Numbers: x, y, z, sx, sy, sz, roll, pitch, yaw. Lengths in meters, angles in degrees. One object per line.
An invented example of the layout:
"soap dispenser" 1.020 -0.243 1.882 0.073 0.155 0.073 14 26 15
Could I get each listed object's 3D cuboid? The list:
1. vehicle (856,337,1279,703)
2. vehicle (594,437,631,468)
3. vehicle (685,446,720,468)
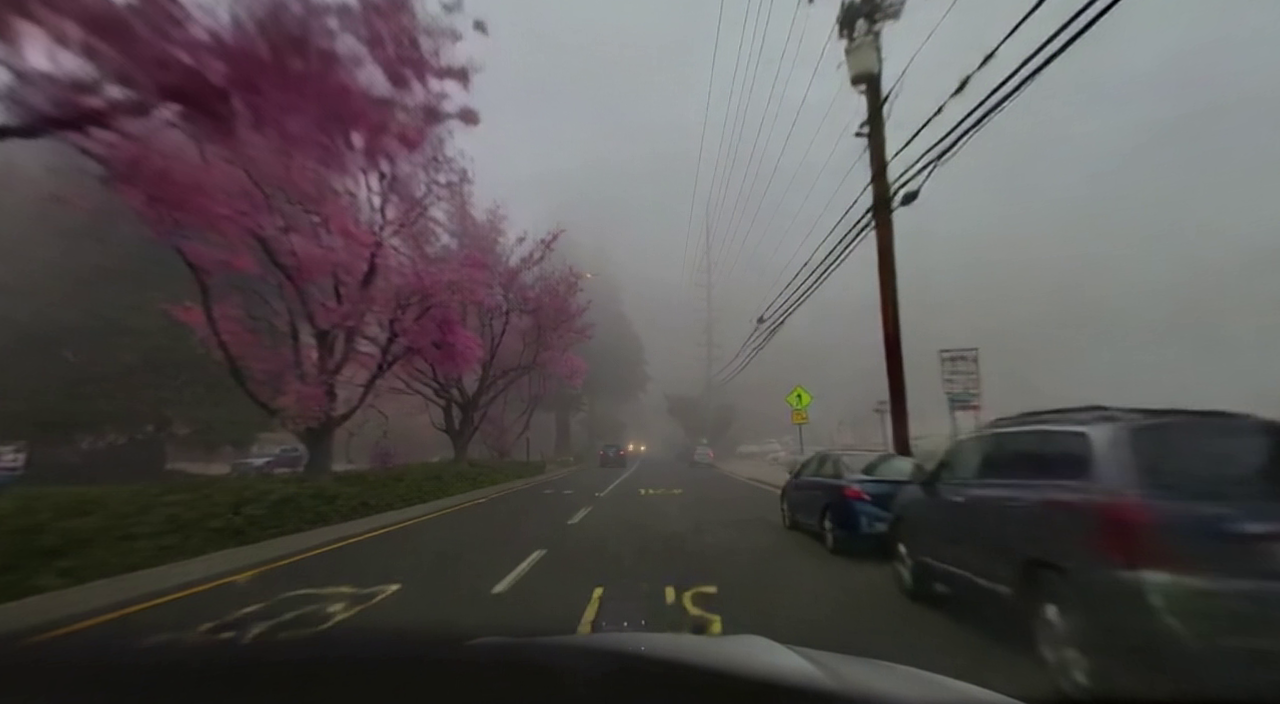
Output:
"vehicle" 3.233 1.118 4.255 1.896 1.725 4.500 0 -9 -1
"vehicle" -1.827 6.912 43.396 2.202 1.961 4.980 0 -9 1
"vehicle" 4.395 7.442 44.862 2.042 1.465 4.455 0 -9 0
